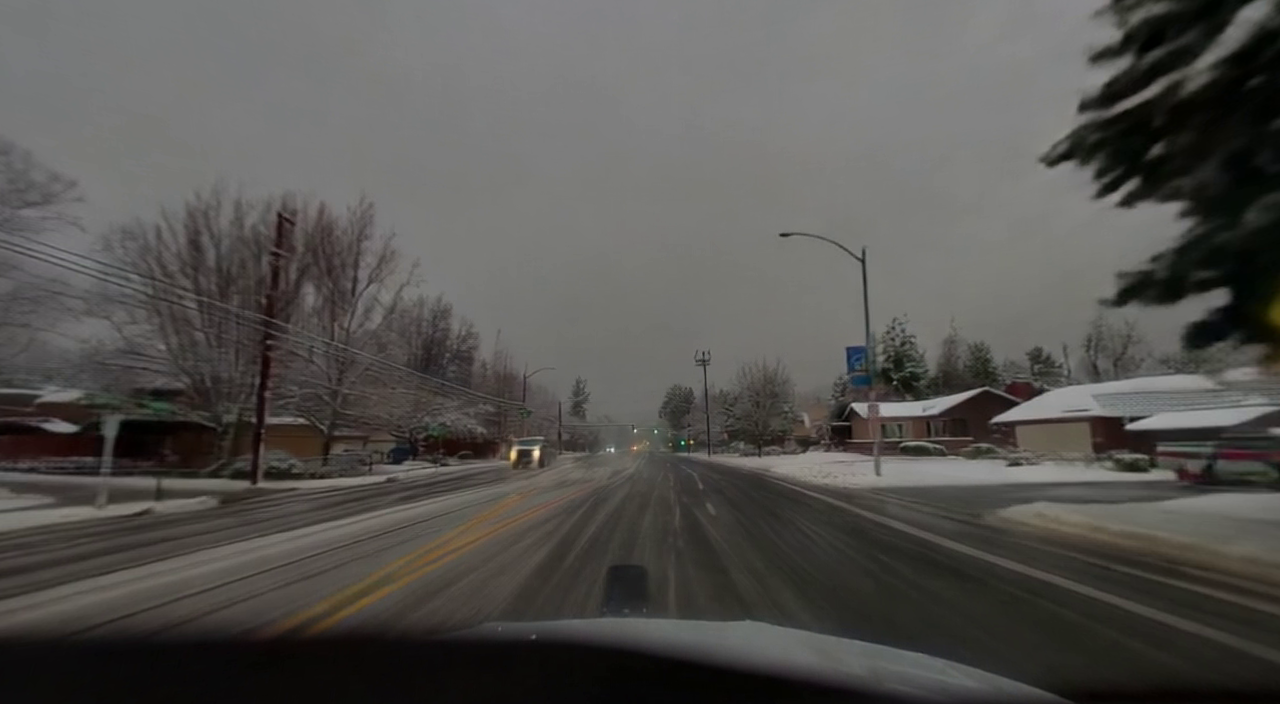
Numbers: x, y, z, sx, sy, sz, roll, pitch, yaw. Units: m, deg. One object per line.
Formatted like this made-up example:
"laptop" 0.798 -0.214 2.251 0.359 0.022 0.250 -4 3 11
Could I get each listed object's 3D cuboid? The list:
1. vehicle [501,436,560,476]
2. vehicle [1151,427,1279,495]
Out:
"vehicle" -5.210 5.037 30.640 2.128 1.753 4.516 0 -9 -1
"vehicle" 15.635 2.682 15.702 1.901 1.547 4.411 0 -9 -4
